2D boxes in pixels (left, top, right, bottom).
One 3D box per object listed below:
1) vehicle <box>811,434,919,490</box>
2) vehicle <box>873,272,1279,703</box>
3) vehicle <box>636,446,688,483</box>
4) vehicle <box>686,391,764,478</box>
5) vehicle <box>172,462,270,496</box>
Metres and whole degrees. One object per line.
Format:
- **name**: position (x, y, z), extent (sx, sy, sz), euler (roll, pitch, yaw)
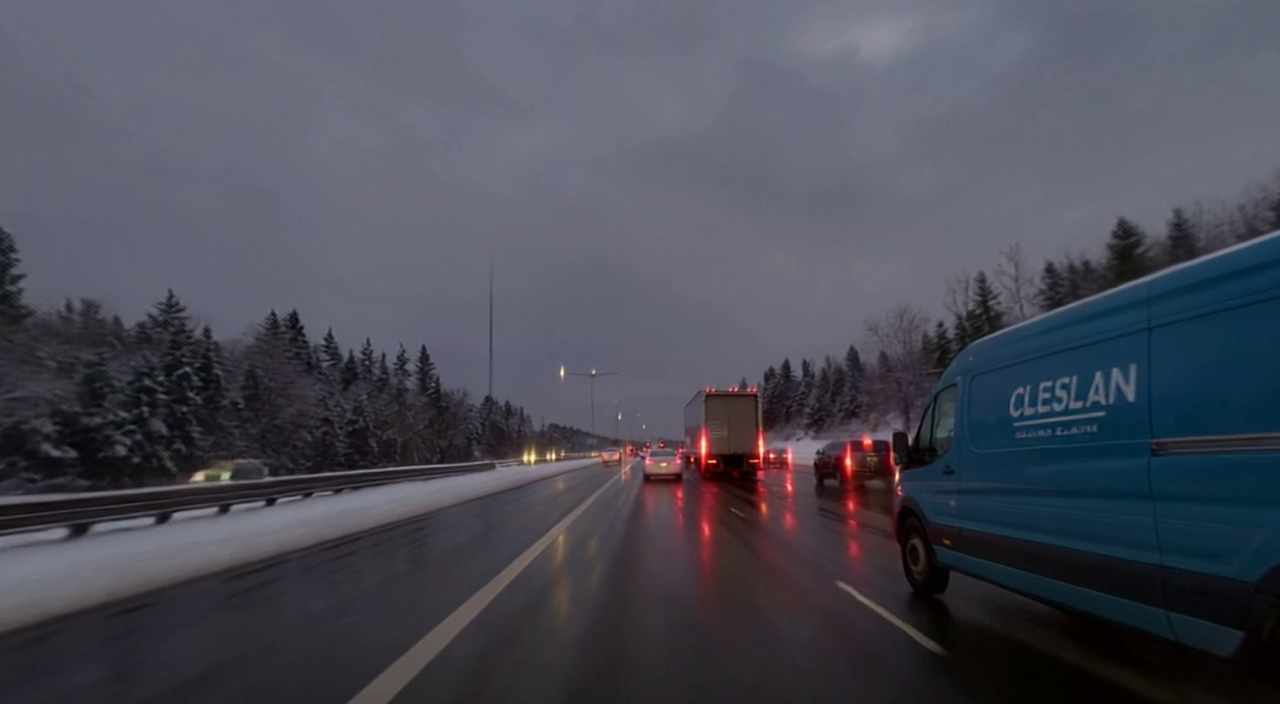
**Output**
- **vehicle**: position (7.818, 3.868, 22.484), extent (2.144, 1.769, 4.540), euler (0, -9, 0)
- **vehicle**: position (3.789, 0.916, 3.970), extent (2.441, 2.017, 5.739), euler (0, -9, 0)
- **vehicle**: position (0.870, 4.851, 27.474), extent (2.063, 1.469, 4.208), euler (0, -9, -1)
- **vehicle**: position (4.469, 4.820, 36.041), extent (2.821, 4.077, 12.562), euler (0, -9, 1)
- **vehicle**: position (-23.177, 7.018, 35.125), extent (2.172, 1.608, 4.681), euler (0, -9, 1)
